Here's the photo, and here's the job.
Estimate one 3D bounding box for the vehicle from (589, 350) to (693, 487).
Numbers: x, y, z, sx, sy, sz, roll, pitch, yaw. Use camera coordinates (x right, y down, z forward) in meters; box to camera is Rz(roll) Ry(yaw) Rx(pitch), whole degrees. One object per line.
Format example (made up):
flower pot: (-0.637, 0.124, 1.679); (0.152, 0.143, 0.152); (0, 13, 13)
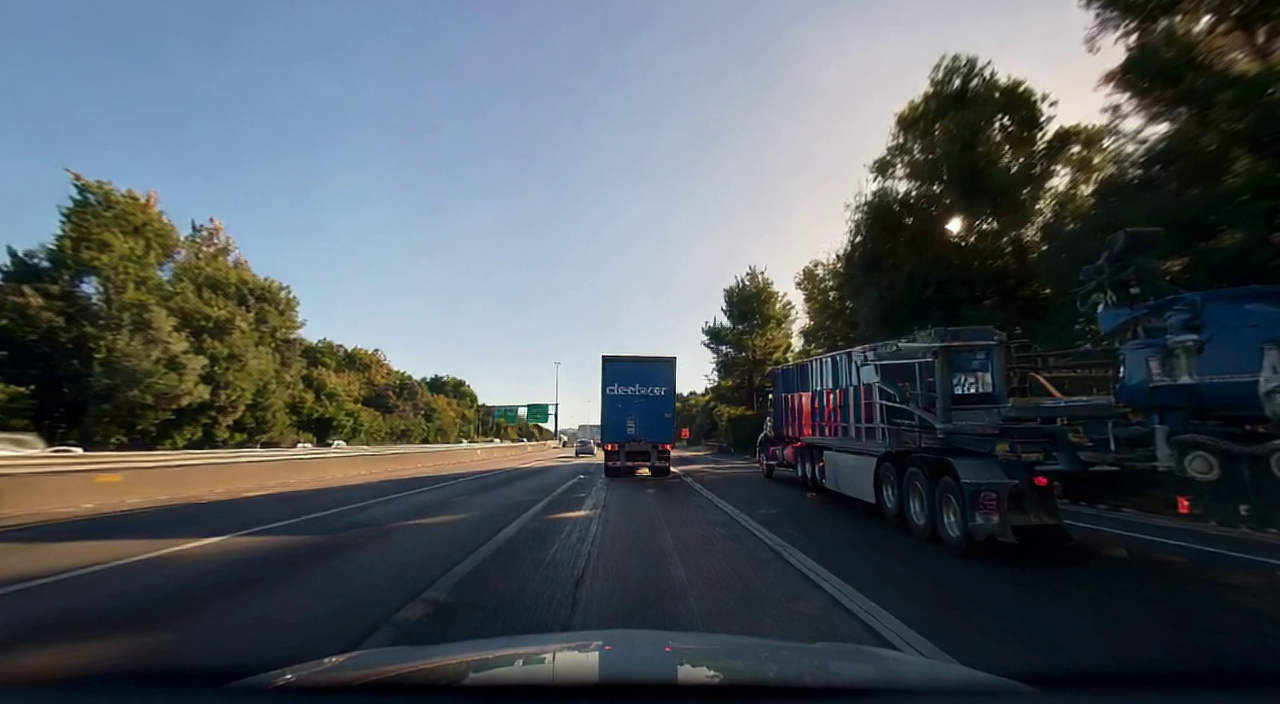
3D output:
vehicle: (-0.102, 2.517, 22.816); (2.920, 3.860, 10.035); (0, -8, -2)

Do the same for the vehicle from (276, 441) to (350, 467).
vehicle: (-22.024, 6.880, 42.694); (1.947, 1.556, 5.825); (0, -8, 0)
